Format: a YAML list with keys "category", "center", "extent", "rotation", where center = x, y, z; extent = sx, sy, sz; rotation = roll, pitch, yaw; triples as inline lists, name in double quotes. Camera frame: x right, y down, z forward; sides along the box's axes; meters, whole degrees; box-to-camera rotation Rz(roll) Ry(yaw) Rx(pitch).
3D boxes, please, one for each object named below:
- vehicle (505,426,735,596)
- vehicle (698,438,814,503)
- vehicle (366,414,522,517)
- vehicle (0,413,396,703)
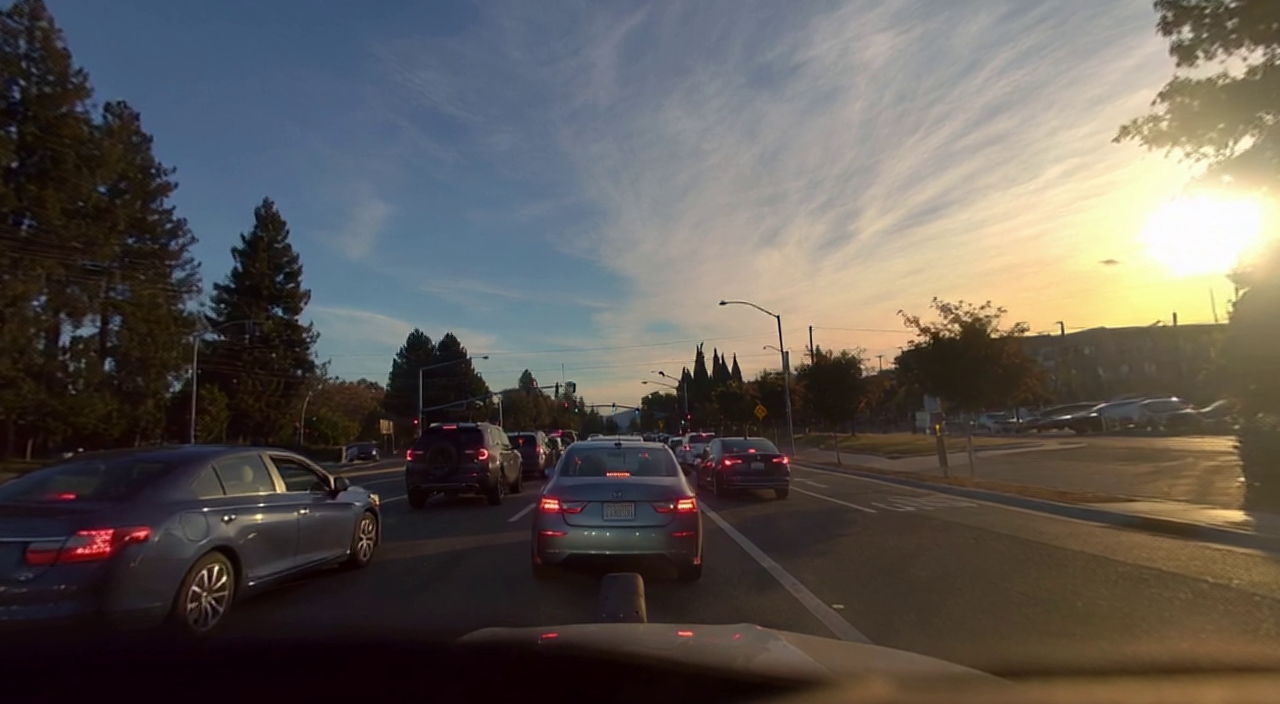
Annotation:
- category: "vehicle"
  center: [-0.228, 1.701, 7.634]
  extent: [2.007, 1.467, 4.059]
  rotation: [0, -8, -2]
- category: "vehicle"
  center: [2.813, 2.994, 16.426]
  extent: [1.978, 1.452, 4.381]
  rotation: [0, -8, -3]
- category: "vehicle"
  center: [-4.030, 2.420, 13.905]
  extent: [2.054, 1.881, 4.469]
  rotation: [0, -8, -1]
- category: "vehicle"
  center: [-3.856, 1.364, 5.264]
  extent: [1.985, 1.467, 4.224]
  rotation: [0, -9, -1]
